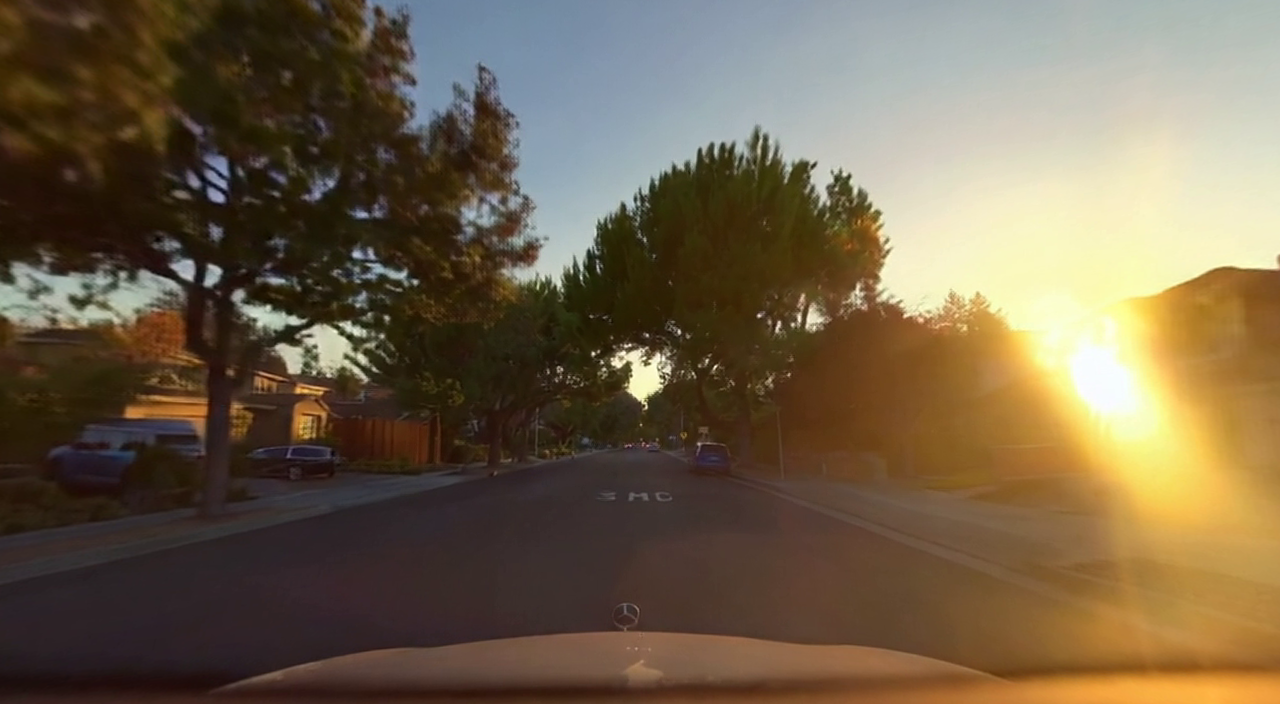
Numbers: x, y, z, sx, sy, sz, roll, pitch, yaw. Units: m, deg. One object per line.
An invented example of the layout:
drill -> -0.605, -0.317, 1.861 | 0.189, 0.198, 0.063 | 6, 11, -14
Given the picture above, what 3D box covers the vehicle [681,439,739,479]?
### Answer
vehicle -> 3.033, 4.749, 28.285 | 2.114, 1.633, 4.042 | 0, -8, 0
